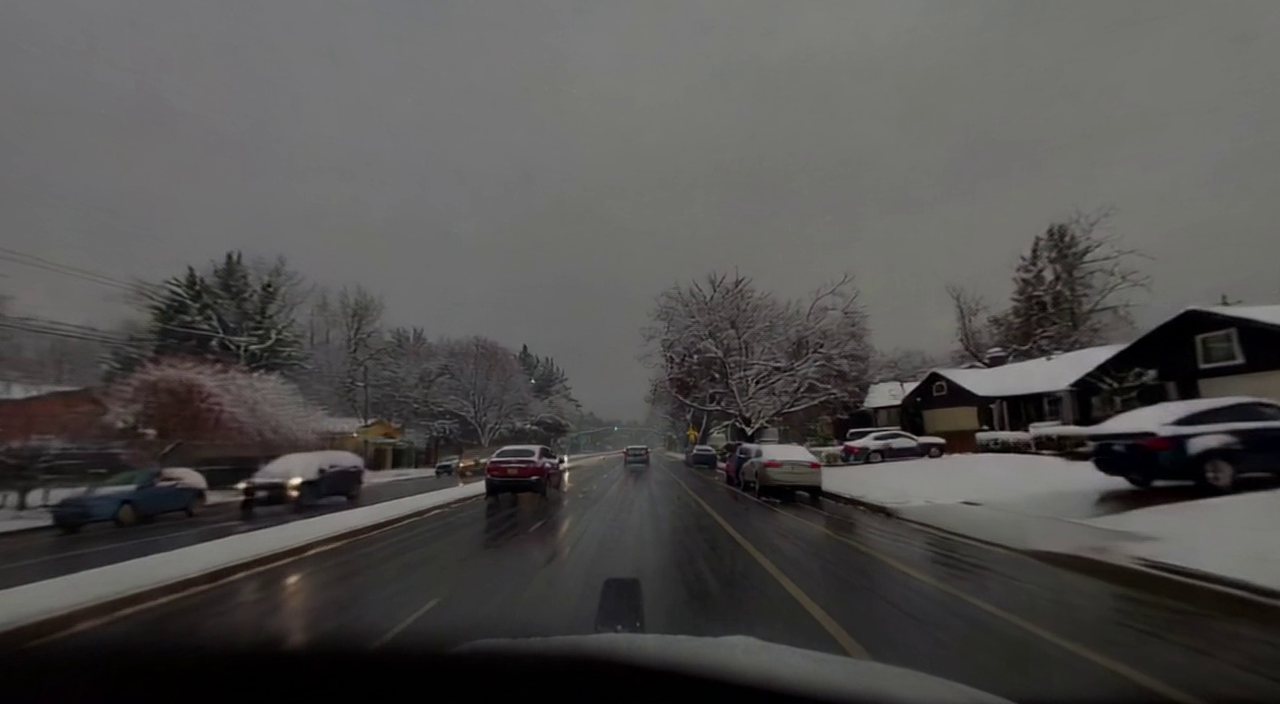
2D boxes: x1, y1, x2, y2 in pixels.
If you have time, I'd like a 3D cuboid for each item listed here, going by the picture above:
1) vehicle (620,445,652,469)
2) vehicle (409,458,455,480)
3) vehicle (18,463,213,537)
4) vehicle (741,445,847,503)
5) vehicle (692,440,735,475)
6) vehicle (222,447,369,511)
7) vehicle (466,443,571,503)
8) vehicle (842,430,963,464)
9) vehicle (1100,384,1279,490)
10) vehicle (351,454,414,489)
[{"bbox_3d":[-0.285,7.194,43.454,2.088,1.495,4.048,0,-8,0],"label":"vehicle"},{"bbox_3d":[-14.741,8.288,44.939,1.626,1.439,3.682,-1,-8,7],"label":"vehicle"},{"bbox_3d":[-14.731,4.128,18.201,1.998,1.498,4.668,-5,-8,-5],"label":"vehicle"},{"bbox_3d":[4.321,3.481,18.527,1.944,1.470,4.530,0,-9,0],"label":"vehicle"},{"bbox_3d":[4.110,5.950,35.857,1.943,1.788,4.462,0,-9,1],"label":"vehicle"},{"bbox_3d":[-10.279,3.784,19.345,1.937,1.701,4.438,0,-9,1],"label":"vehicle"},{"bbox_3d":[-3.292,3.362,18.092,2.027,1.477,4.413,0,-9,1],"label":"vehicle"},{"bbox_3d":[11.662,4.263,28.302,4.537,1.465,1.923,0,-9,3],"label":"vehicle"},{"bbox_3d":[11.429,1.553,11.541,4.540,1.742,1.885,0,-9,-2],"label":"vehicle"},{"bbox_3d":[-14.706,6.830,36.268,1.945,1.613,3.983,-6,-8,-1],"label":"vehicle"}]
